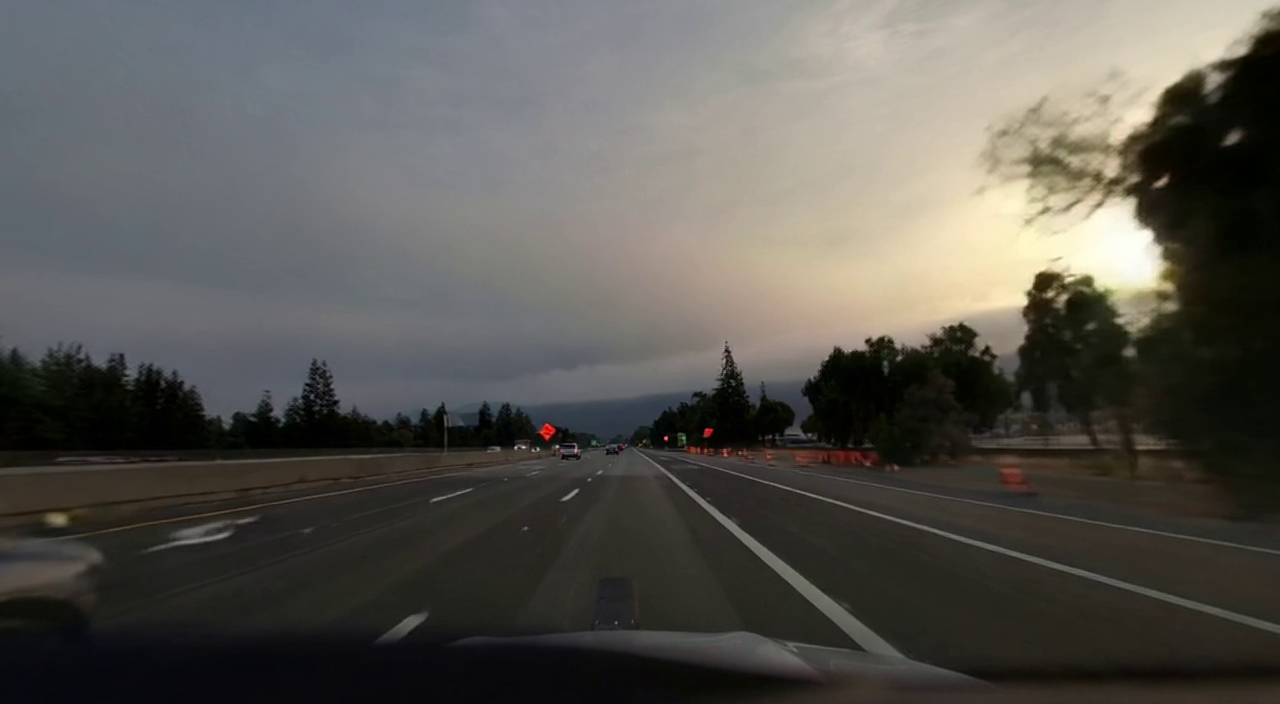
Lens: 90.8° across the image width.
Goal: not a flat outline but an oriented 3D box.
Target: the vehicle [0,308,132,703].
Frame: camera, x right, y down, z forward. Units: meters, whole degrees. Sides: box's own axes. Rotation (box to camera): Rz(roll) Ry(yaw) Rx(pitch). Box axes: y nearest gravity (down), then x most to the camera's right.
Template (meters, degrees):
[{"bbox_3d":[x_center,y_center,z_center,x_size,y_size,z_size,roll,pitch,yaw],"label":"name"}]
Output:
[{"bbox_3d":[-3.039,0.460,0.201,2.103,1.715,4.371,0,-9,-1],"label":"vehicle"}]
